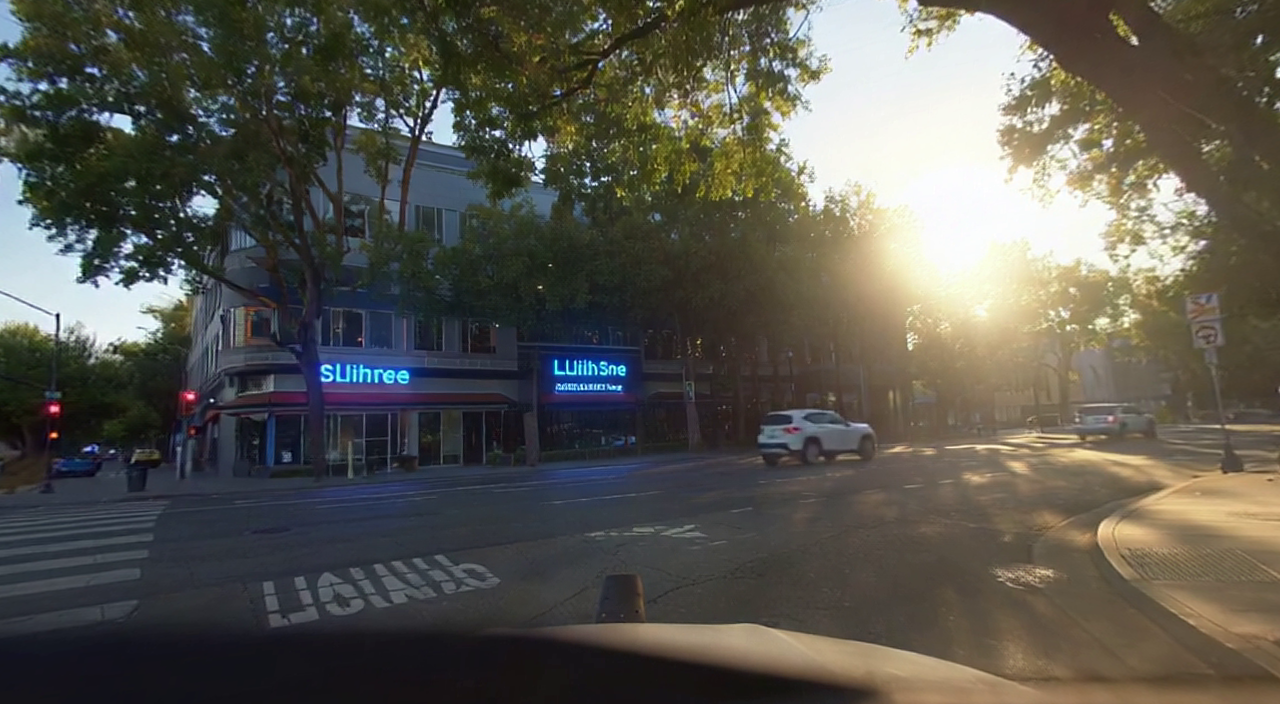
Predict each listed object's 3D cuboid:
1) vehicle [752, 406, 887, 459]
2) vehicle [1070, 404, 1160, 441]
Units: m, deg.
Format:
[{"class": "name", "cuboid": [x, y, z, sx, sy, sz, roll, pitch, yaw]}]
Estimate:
[{"class": "vehicle", "cuboid": [6.596, 2.985, 23.075, 4.689, 1.758, 2.146, 5, -10, -33]}, {"class": "vehicle", "cuboid": [22.766, 3.446, 30.219, 4.377, 1.624, 1.953, 6, -10, -33]}]
